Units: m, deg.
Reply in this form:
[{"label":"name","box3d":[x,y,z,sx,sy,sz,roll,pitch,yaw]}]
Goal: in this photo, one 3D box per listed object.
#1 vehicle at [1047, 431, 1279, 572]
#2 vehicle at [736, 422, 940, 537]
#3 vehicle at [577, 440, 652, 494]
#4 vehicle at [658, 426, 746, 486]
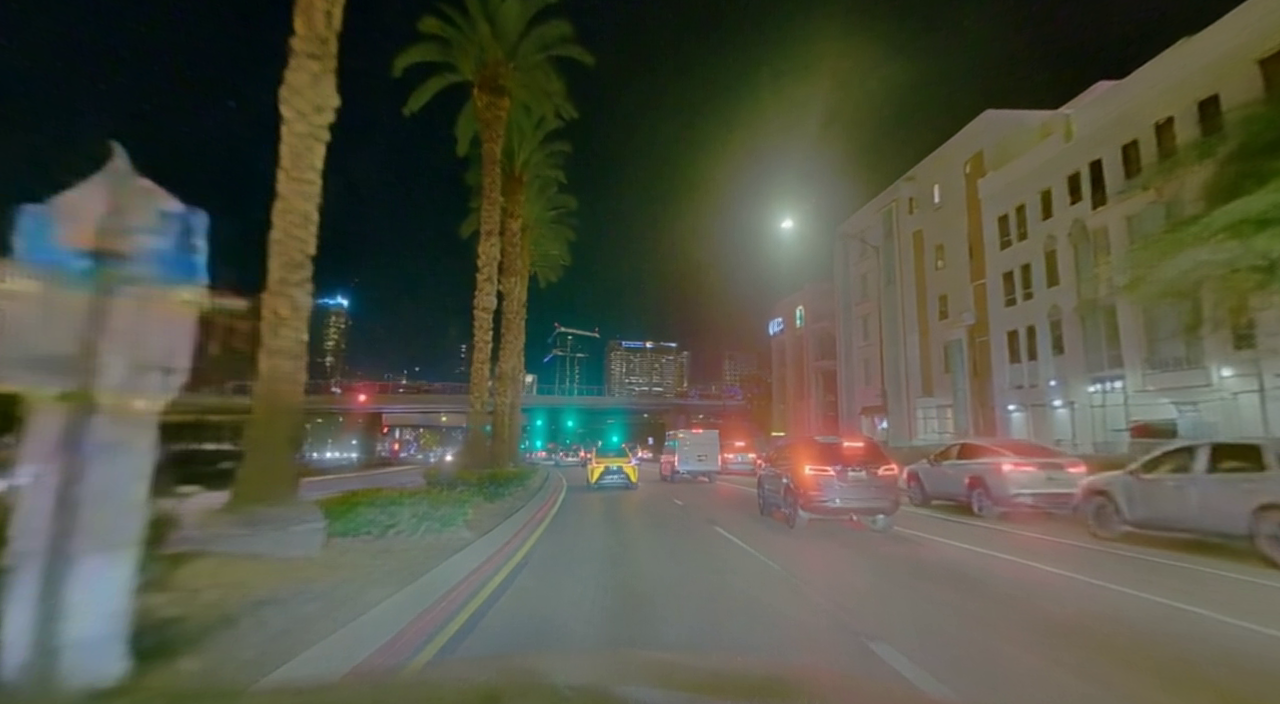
[{"label":"vehicle","box3d":[7.802,1.743,7.778,2.209,1.480,4.725,0,-9,-4]},{"label":"vehicle","box3d":[3.298,2.223,11.637,2.151,1.695,4.258,0,-9,-3]},{"label":"vehicle","box3d":[-1.024,3.922,21.961,2.332,1.625,4.933,1,-9,-6]},{"label":"vehicle","box3d":[2.352,4.213,25.800,2.434,2.171,5.098,1,-9,-8]}]
